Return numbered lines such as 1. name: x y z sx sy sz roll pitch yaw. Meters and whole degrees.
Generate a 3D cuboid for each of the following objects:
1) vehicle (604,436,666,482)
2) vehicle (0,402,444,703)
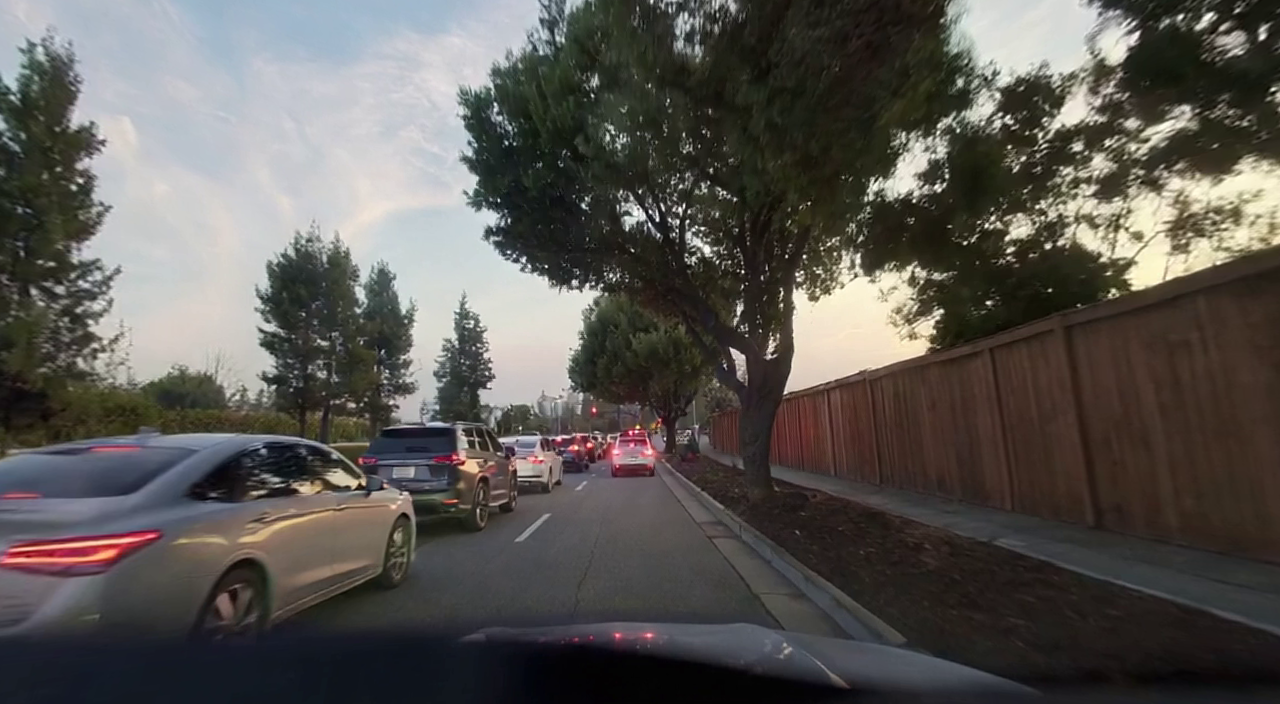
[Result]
1. vehicle: -0.148 3.728 22.259 1.995 1.460 3.865 0 -8 0
2. vehicle: -3.027 1.222 4.256 1.966 1.472 4.305 0 -8 1
